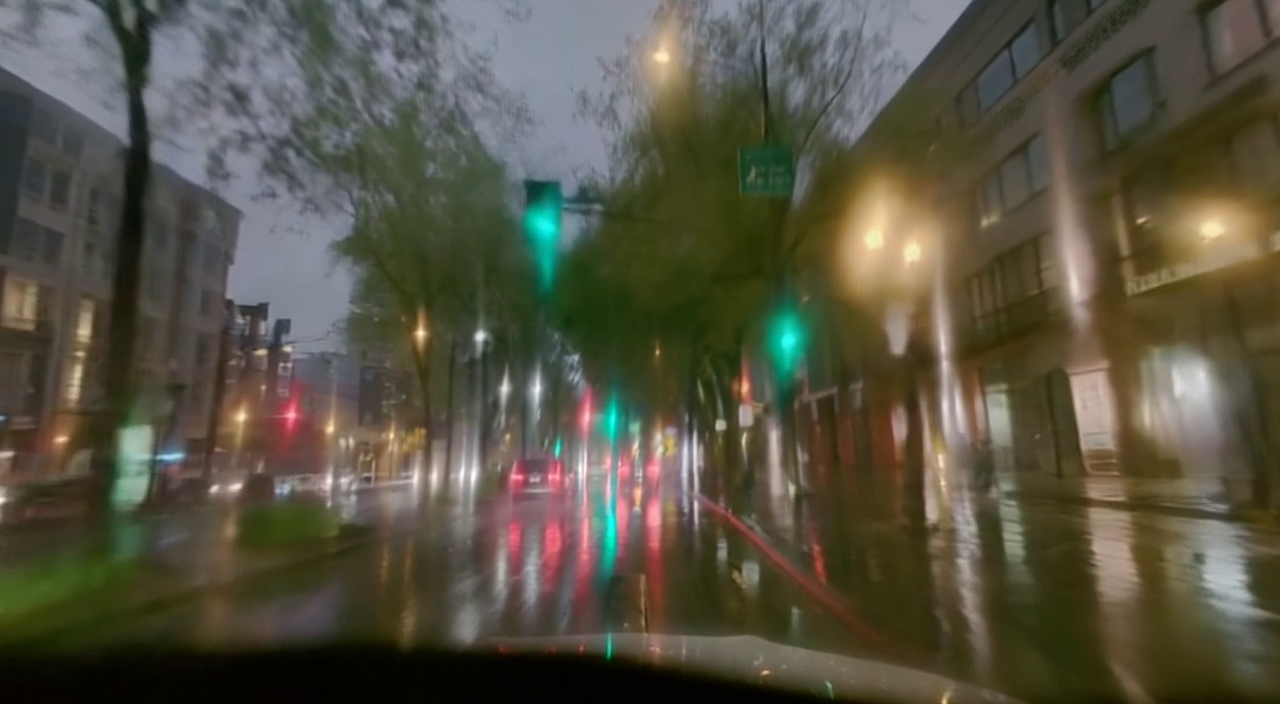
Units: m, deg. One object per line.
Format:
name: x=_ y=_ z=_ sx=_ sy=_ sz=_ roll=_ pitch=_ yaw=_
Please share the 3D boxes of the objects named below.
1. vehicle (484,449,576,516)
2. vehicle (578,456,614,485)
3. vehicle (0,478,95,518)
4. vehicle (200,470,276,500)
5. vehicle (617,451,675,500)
vehicle: x=-3.080 y=3.766 z=18.514 sx=1.940 sy=1.722 sz=3.823 roll=0 pitch=-10 yaw=1
vehicle: x=-2.909 y=8.031 z=42.803 sx=2.220 sy=1.847 sz=4.587 roll=0 pitch=-10 yaw=-2
vehicle: x=-29.510 y=7.021 z=30.698 sx=1.898 sy=1.641 sz=4.644 roll=1 pitch=-10 yaw=-3
vehicle: x=-27.600 y=9.115 z=43.502 sx=1.998 sy=1.797 sz=5.035 roll=1 pitch=-10 yaw=-2
vehicle: x=0.186 y=4.818 z=24.836 sx=2.120 sy=1.758 sz=3.917 roll=0 pitch=-10 yaw=-1
